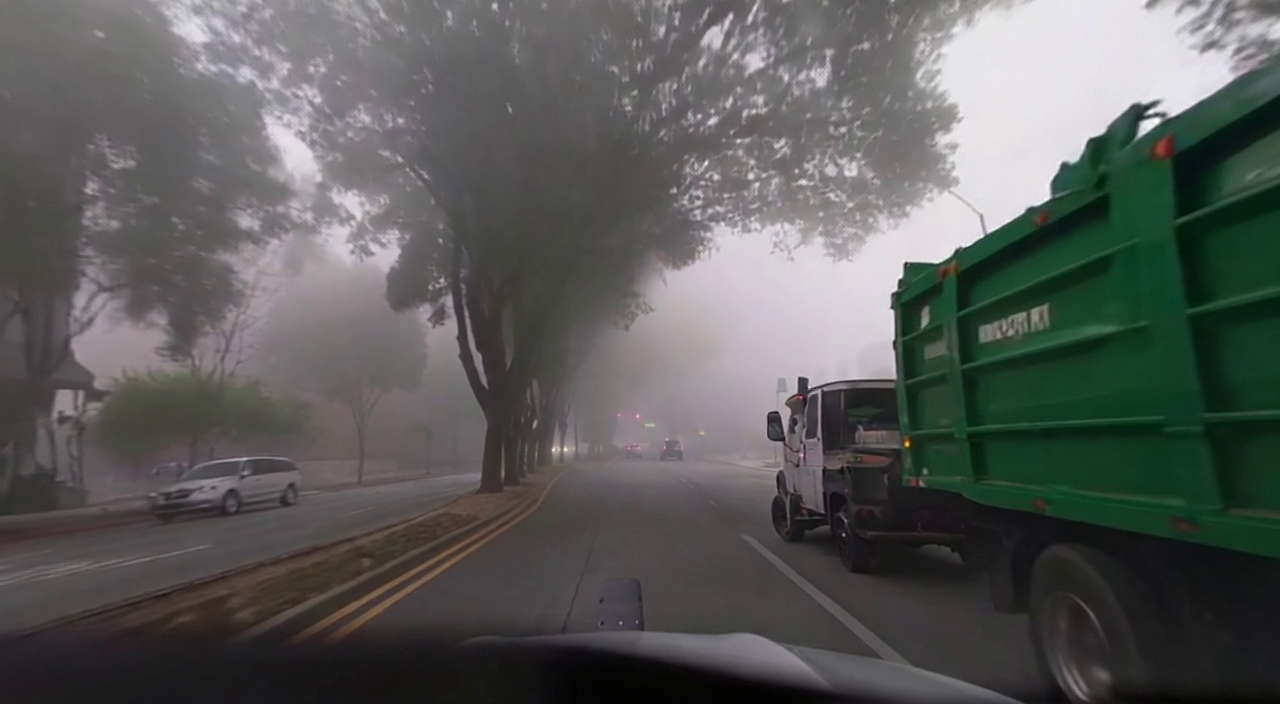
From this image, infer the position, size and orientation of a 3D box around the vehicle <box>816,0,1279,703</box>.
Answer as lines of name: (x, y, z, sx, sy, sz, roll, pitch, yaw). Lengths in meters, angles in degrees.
vehicle: (3.932, 0.146, 3.455, 2.731, 3.407, 10.262, 0, -8, -1)

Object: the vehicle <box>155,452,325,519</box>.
vehicle: (-13.594, 4.499, 22.106, 2.290, 1.943, 5.833, 0, -9, -2)

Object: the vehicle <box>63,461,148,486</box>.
vehicle: (-36.249, 8.258, 43.009, 1.828, 1.470, 4.423, 0, -8, 0)
